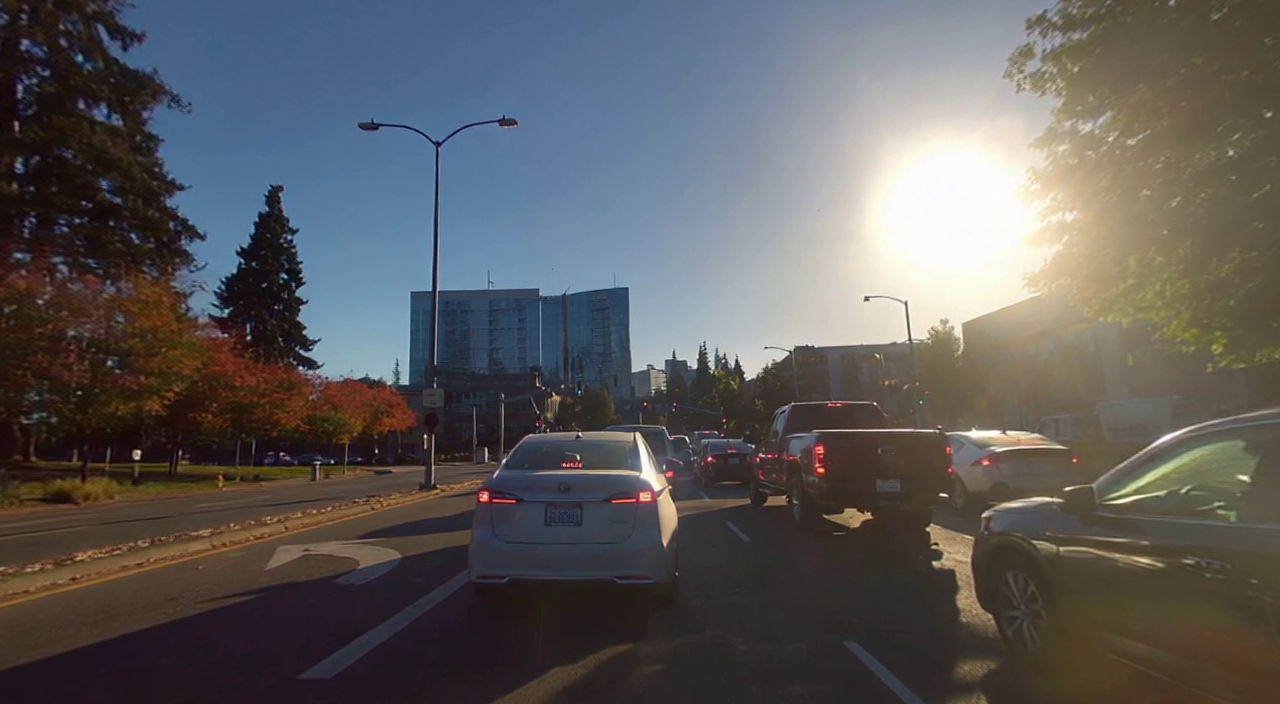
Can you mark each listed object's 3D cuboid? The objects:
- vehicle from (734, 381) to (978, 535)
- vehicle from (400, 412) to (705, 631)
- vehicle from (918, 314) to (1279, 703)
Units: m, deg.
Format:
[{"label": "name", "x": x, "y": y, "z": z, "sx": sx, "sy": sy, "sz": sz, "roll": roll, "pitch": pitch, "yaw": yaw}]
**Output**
[{"label": "vehicle", "x": 3.533, "y": 1.950, "z": 11.972, "sx": 2.497, "sy": 2.186, "sz": 5.890, "roll": 0, "pitch": -9, "yaw": 0}, {"label": "vehicle", "x": -0.582, "y": 1.527, "z": 6.668, "sx": 2.172, "sy": 1.536, "sz": 4.250, "roll": 0, "pitch": -9, "yaw": 1}, {"label": "vehicle", "x": 3.161, "y": 0.793, "z": 2.417, "sx": 2.024, "sy": 1.723, "sz": 4.714, "roll": 0, "pitch": -9, "yaw": 0}]
